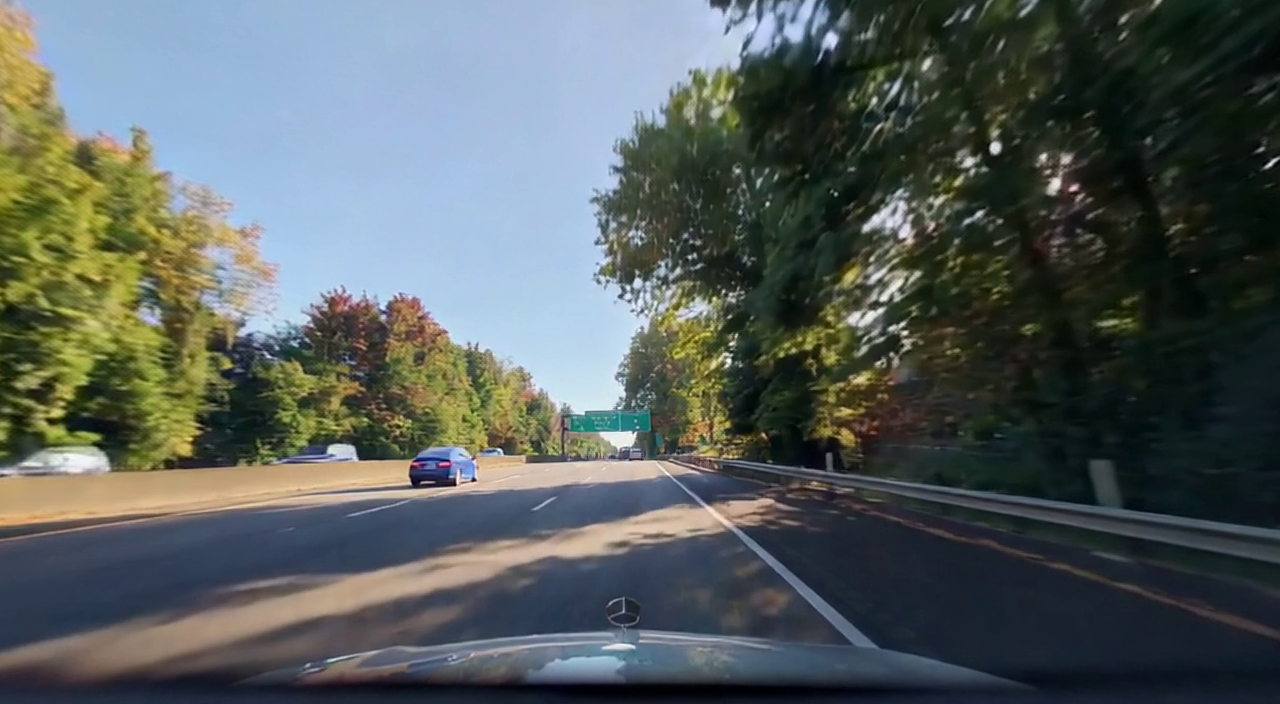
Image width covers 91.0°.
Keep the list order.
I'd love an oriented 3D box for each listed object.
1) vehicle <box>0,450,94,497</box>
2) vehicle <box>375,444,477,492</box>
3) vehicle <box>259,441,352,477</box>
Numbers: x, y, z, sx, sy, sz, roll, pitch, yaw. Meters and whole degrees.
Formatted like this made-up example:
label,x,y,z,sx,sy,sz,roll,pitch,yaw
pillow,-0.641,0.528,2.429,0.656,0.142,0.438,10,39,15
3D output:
label,x,y,z,sx,sy,sz,roll,pitch,yaw
vehicle,-25.614,4.833,25.234,2.320,1.776,5.706,0,-9,1
vehicle,-7.706,4.198,23.210,2.094,1.579,4.655,0,-9,0
vehicle,-18.065,5.774,34.365,2.055,1.803,5.315,0,-9,1
